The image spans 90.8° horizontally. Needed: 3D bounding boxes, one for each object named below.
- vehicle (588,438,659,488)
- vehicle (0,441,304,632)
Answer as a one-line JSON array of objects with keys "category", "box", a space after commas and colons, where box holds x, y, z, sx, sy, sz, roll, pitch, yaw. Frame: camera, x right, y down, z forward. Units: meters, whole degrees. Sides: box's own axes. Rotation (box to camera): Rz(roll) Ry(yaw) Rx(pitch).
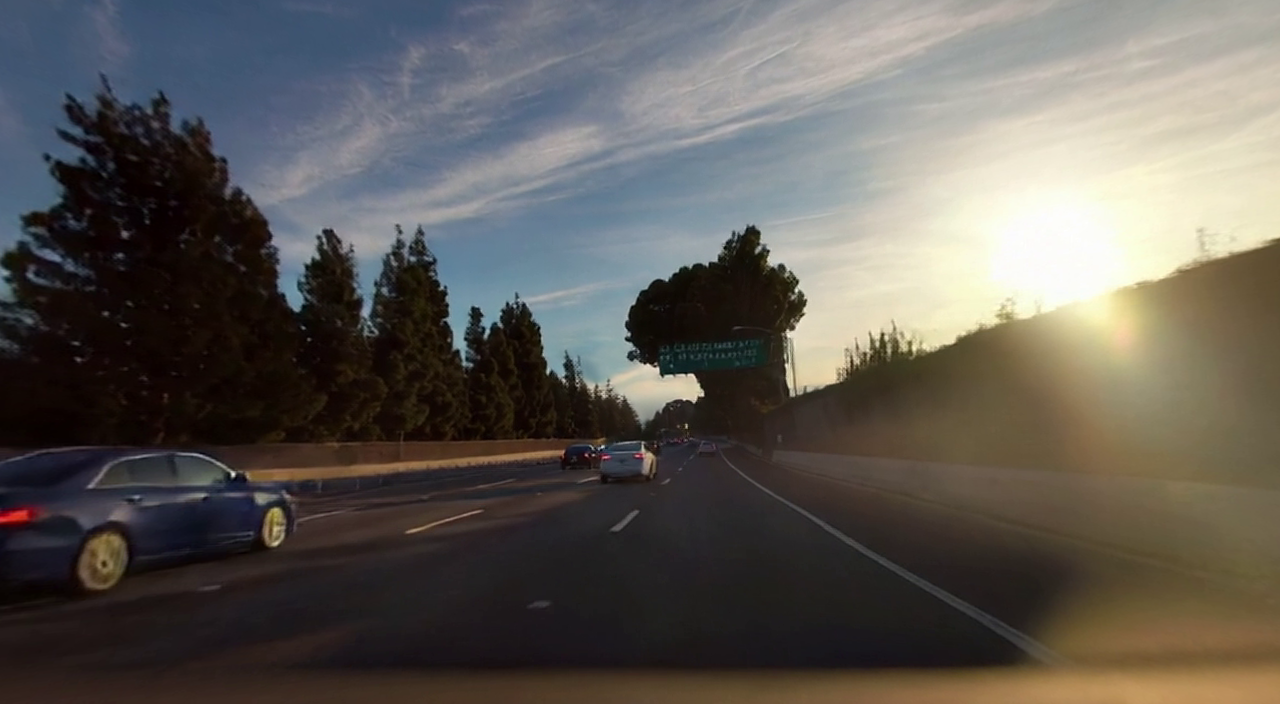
[{"category": "vehicle", "box": [-0.475, 4.011, 23.202, 2.082, 1.638, 4.644, -1, -8, 5]}, {"category": "vehicle", "box": [-5.841, 1.650, 6.423, 1.981, 1.460, 4.792, 0, -8, 4]}]
